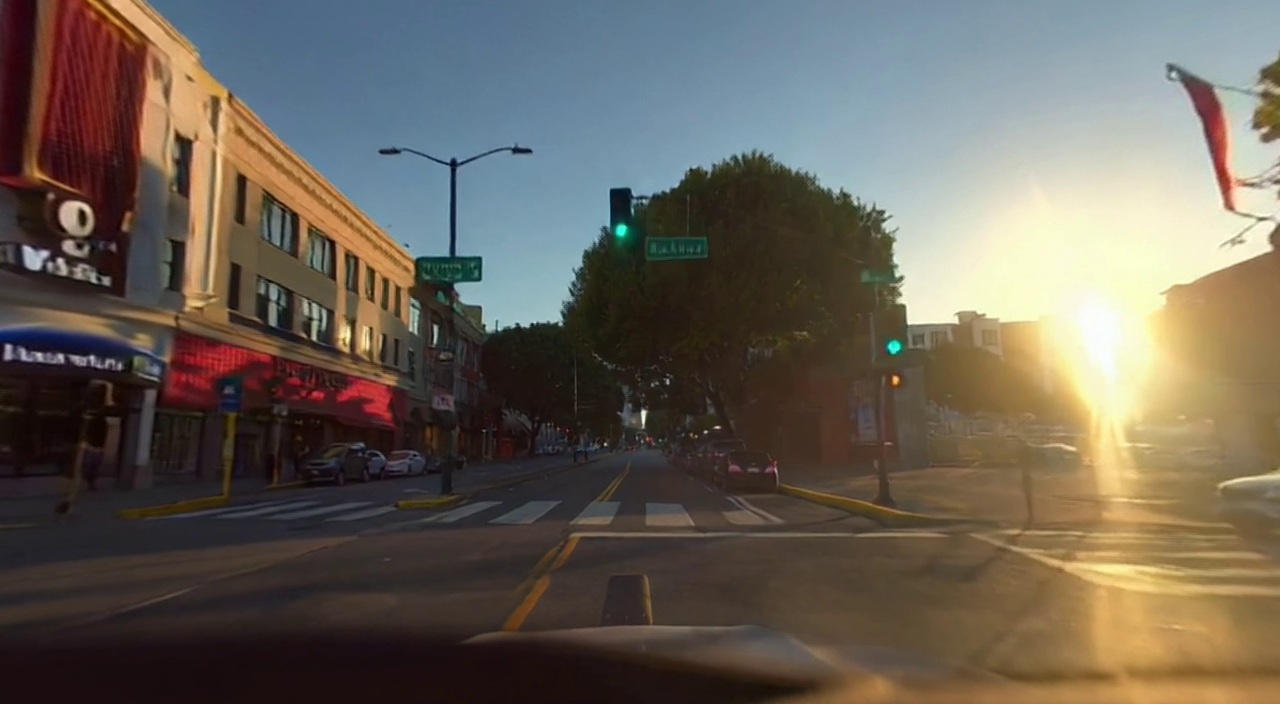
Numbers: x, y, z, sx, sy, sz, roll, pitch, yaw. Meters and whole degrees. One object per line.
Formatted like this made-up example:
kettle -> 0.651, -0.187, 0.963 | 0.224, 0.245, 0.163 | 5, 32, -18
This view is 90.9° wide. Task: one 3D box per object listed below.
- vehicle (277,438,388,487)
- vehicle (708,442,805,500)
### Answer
vehicle -> -12.403, 4.380, 25.336 | 4.447, 1.790, 2.206 | -7, -11, 38
vehicle -> 3.422, 3.581, 19.421 | 2.120, 1.560, 4.402 | 0, -8, 0
